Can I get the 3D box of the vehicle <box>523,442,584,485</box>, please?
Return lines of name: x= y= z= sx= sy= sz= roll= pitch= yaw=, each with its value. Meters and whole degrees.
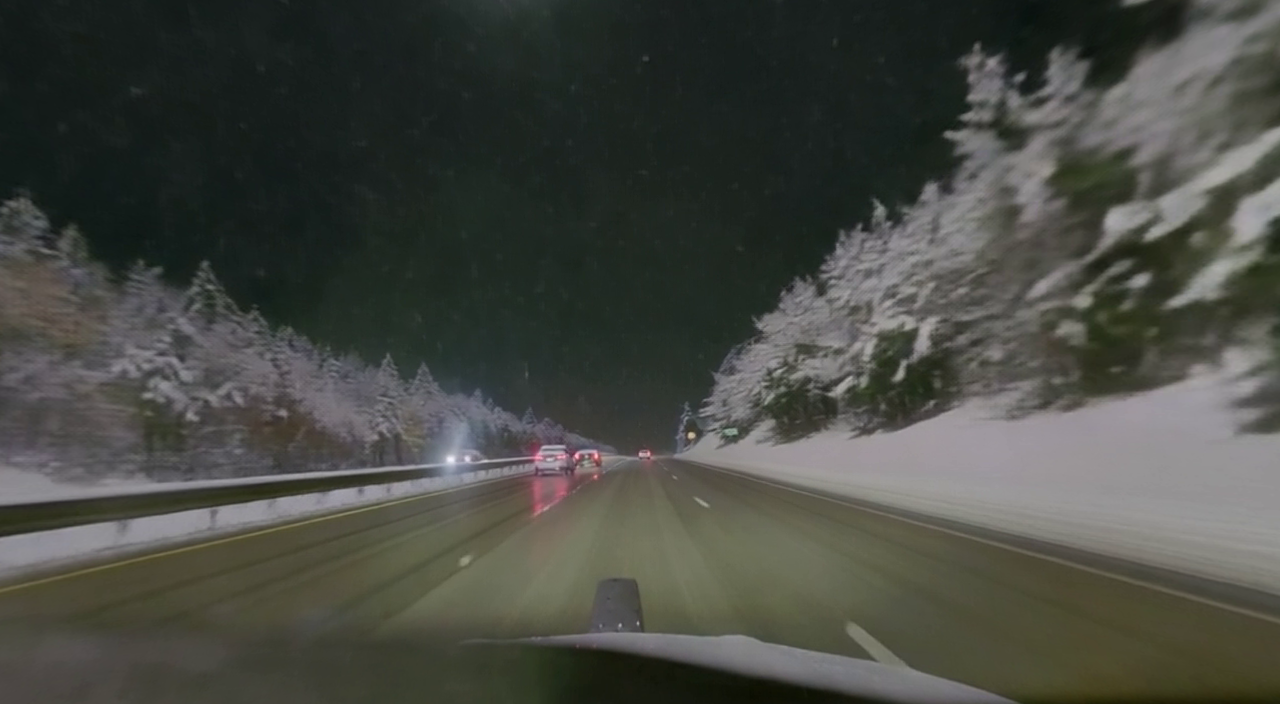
vehicle: x=-3.378 y=4.447 z=25.410 sx=1.846 sy=1.600 sz=4.108 roll=0 pitch=-9 yaw=1
